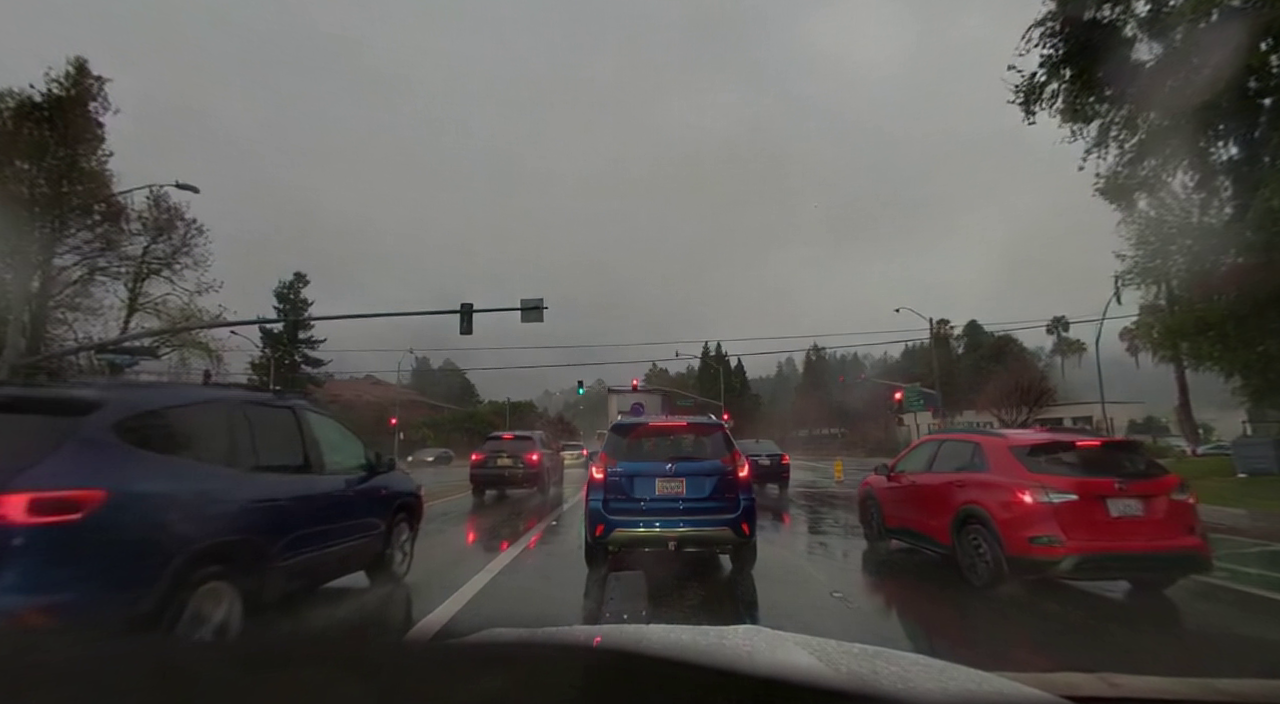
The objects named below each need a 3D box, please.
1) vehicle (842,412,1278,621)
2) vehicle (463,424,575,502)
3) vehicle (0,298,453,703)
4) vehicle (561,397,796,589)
[{"bbox_3d":[3.902,1.562,6.929,1.954,1.592,3.992,0,-8,-1],"label":"vehicle"},{"bbox_3d":[-3.121,2.998,17.436,2.054,1.814,4.941,0,-8,1],"label":"vehicle"},{"bbox_3d":[-3.195,1.063,4.568,2.209,1.828,4.847,0,-8,0],"label":"vehicle"},{"bbox_3d":[0.374,1.630,8.091,2.172,1.764,4.338,0,-8,1],"label":"vehicle"}]
